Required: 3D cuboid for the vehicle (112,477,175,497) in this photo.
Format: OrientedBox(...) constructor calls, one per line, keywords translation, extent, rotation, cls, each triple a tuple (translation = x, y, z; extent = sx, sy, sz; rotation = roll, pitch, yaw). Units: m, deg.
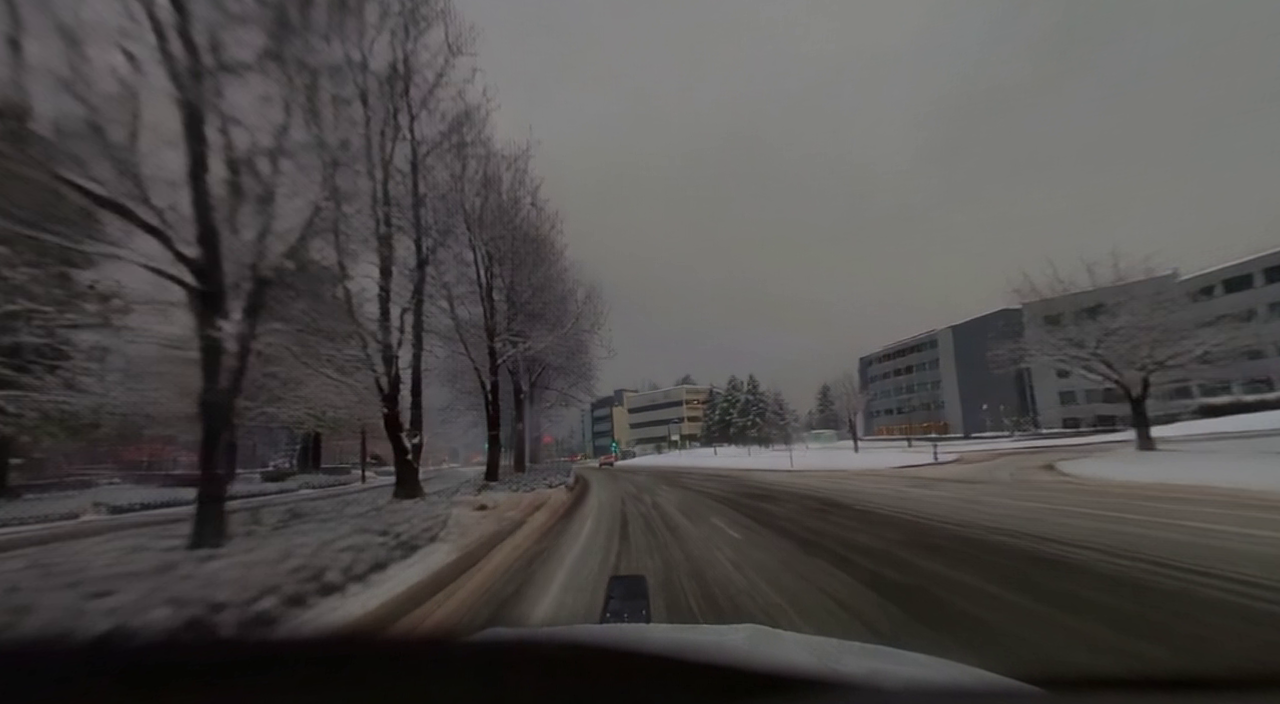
OrientedBox(translation=(-37.645, 10.234, 47.841), extent=(3.285, 1.346, 1.605), rotation=(2, -8, -12), cls="vehicle")
